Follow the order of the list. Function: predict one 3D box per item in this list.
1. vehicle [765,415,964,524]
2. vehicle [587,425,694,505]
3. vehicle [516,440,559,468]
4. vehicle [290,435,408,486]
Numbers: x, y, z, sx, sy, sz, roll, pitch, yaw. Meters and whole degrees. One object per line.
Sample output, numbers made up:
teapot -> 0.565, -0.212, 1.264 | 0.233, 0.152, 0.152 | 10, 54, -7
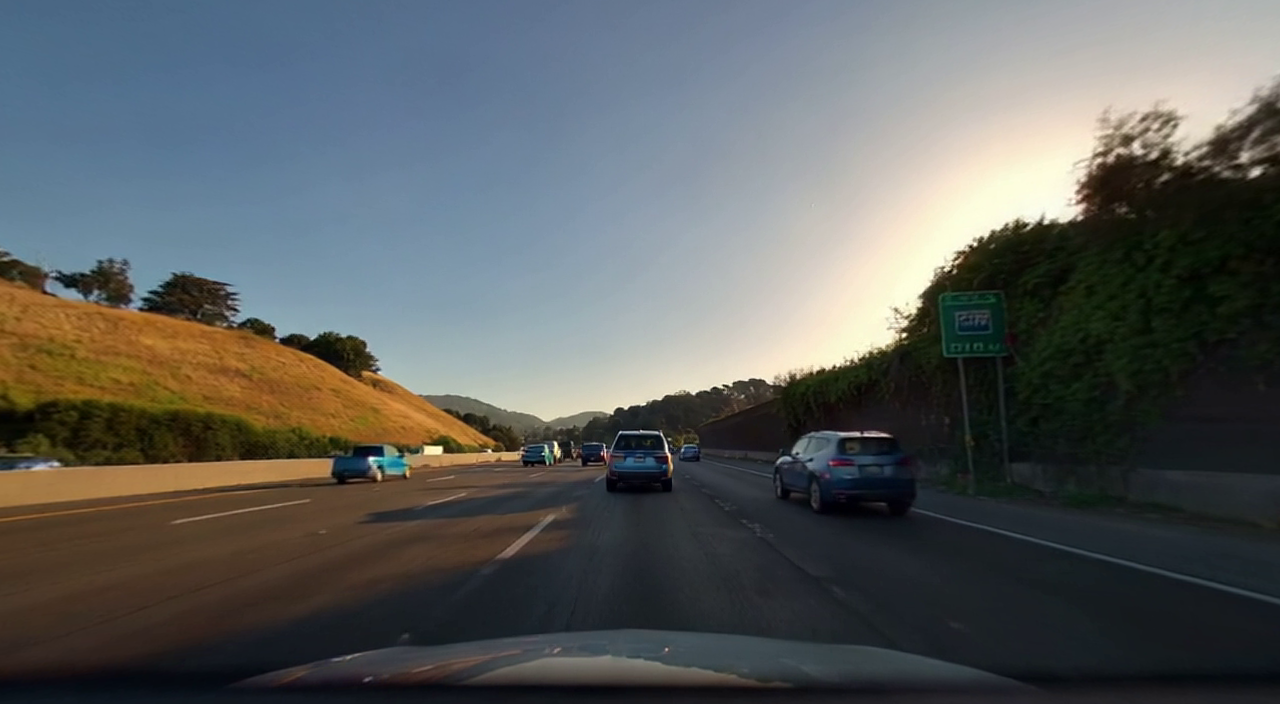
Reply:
vehicle -> 4.422, 2.459, 13.774 | 2.204, 1.852, 5.845 | 0, -9, 0
vehicle -> 0.033, 2.901, 16.568 | 2.447, 1.804, 4.273 | 0, -9, 1
vehicle -> -6.783, 6.798, 42.108 | 2.024, 1.706, 4.462 | 0, -9, 1
vehicle -> -11.261, 4.229, 24.938 | 2.223, 1.781, 5.098 | 0, -9, 0
